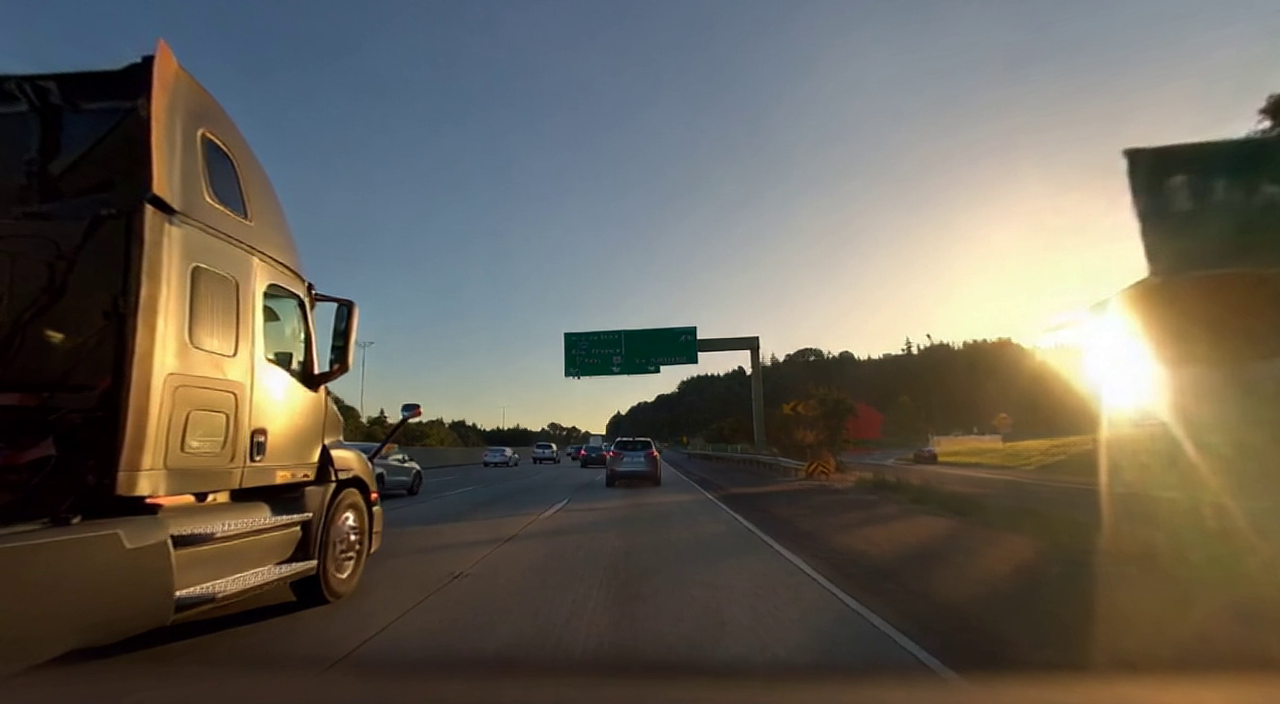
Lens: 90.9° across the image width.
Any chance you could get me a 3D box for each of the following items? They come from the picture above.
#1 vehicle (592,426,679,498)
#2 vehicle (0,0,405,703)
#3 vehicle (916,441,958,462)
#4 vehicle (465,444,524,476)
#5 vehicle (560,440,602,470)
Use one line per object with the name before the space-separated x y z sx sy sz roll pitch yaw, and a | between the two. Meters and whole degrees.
vehicle | -0.086 3.043 17.728 2.152 1.779 3.924 0 -9 1
vehicle | -3.894 -0.487 1.478 2.990 3.885 8.540 0 -9 3
vehicle | 22.788 7.663 48.567 1.918 1.472 4.782 -2 -9 13
vehicle | -7.167 5.374 31.570 1.869 1.466 4.217 0 -9 1
vehicle | -3.419 6.085 37.283 1.952 1.649 4.131 0 -9 1
